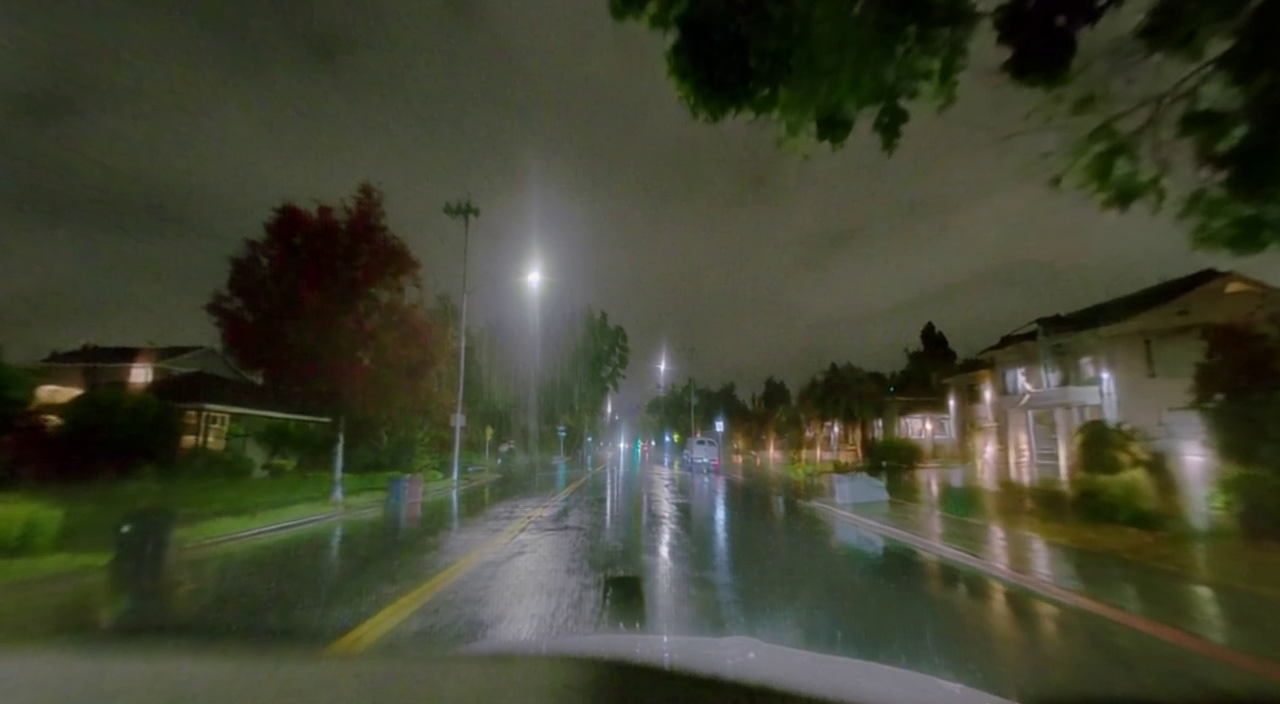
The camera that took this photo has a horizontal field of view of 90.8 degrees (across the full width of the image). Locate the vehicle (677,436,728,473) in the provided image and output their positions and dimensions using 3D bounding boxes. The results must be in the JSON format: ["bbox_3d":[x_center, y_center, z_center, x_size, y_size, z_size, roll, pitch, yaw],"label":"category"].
[{"bbox_3d":[3.058,5.107,31.660,2.086,1.726,4.384,0,-9,0],"label":"vehicle"}]
